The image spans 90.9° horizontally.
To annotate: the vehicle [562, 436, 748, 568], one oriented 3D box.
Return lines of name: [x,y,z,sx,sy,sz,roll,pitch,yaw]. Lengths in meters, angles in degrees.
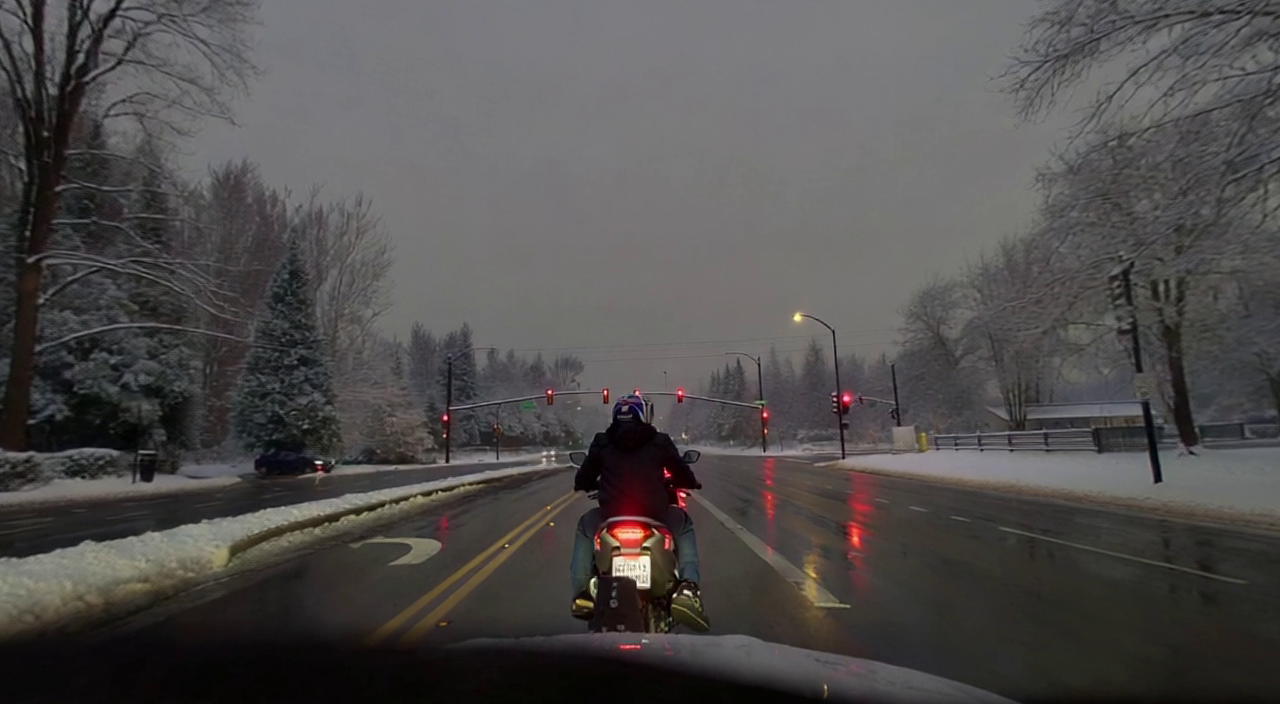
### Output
vehicle: [0.127,2.022,9.406,2.093,1.450,4.437,0,-8,-1]
